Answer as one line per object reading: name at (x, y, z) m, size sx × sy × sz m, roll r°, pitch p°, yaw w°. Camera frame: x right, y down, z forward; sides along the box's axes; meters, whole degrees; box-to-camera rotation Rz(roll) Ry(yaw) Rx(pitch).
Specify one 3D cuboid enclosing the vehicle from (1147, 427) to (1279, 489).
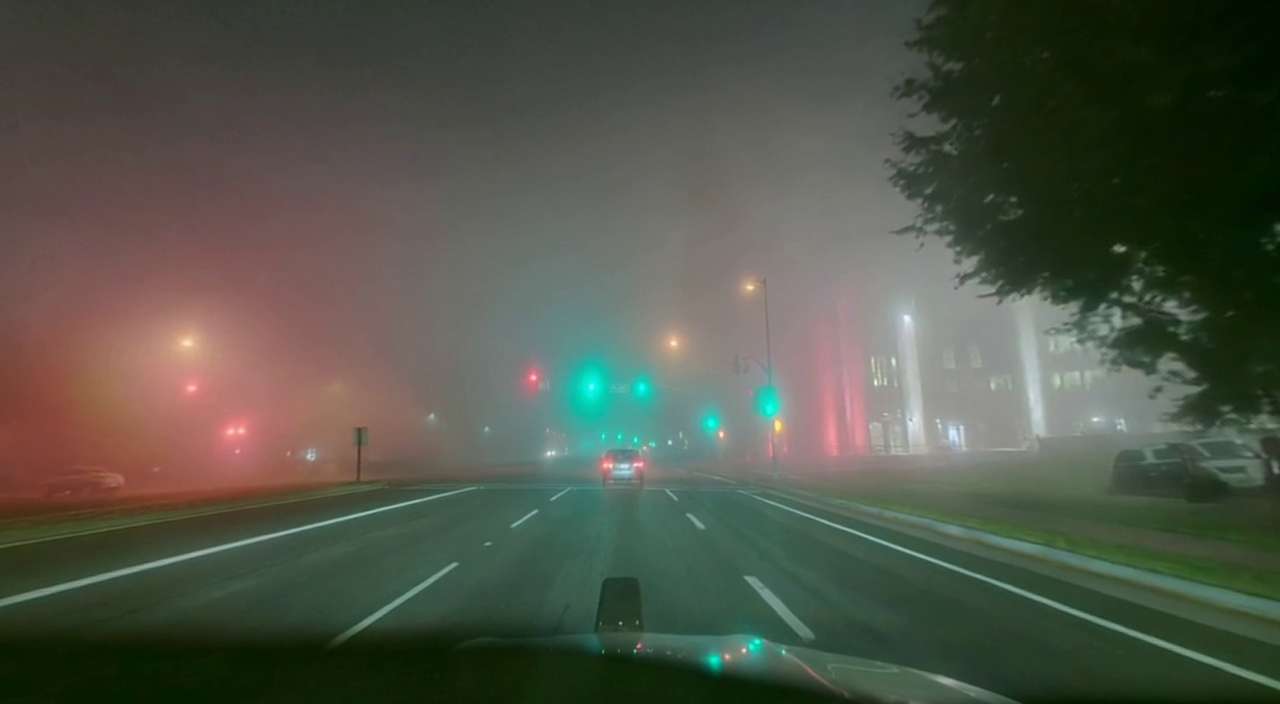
vehicle at (16.888, 2.879, 17.317) m, size 4.129 × 1.569 × 2.103 m, roll 0°, pitch -9°, yaw 0°

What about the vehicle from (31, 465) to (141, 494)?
vehicle at (-34.996, 8.047, 39.986) m, size 4.884 × 1.736 × 2.049 m, roll 0°, pitch -9°, yaw -1°

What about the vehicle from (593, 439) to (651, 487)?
vehicle at (-0.700, 4.403, 25.325) m, size 2.130 × 1.711 × 4.038 m, roll 0°, pitch -9°, yaw -1°
